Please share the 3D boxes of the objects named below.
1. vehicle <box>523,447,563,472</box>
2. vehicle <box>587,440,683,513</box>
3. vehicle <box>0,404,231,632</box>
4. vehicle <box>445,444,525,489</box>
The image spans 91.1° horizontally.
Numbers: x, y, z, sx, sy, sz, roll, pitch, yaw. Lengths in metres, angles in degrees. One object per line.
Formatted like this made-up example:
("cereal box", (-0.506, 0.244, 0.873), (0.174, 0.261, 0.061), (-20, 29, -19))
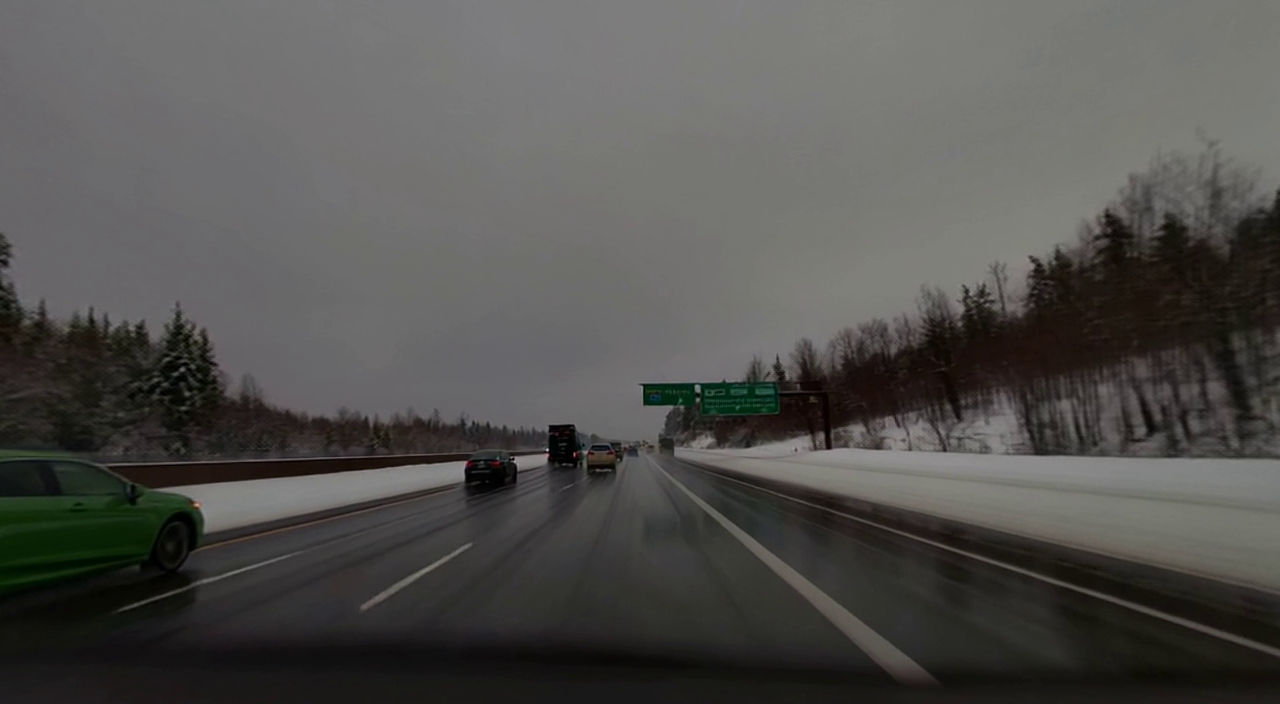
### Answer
("vehicle", (-5.779, 6.438, 37.860), (1.814, 1.417, 3.860), (0, -9, 0))
("vehicle", (-0.123, 2.813, 14.590), (1.940, 1.451, 3.512), (0, -9, -1))
("vehicle", (-5.648, 1.273, 4.996), (2.058, 1.626, 4.118), (0, -9, -2))
("vehicle", (-5.529, 4.120, 22.944), (1.892, 1.481, 4.180), (0, -9, 0))
